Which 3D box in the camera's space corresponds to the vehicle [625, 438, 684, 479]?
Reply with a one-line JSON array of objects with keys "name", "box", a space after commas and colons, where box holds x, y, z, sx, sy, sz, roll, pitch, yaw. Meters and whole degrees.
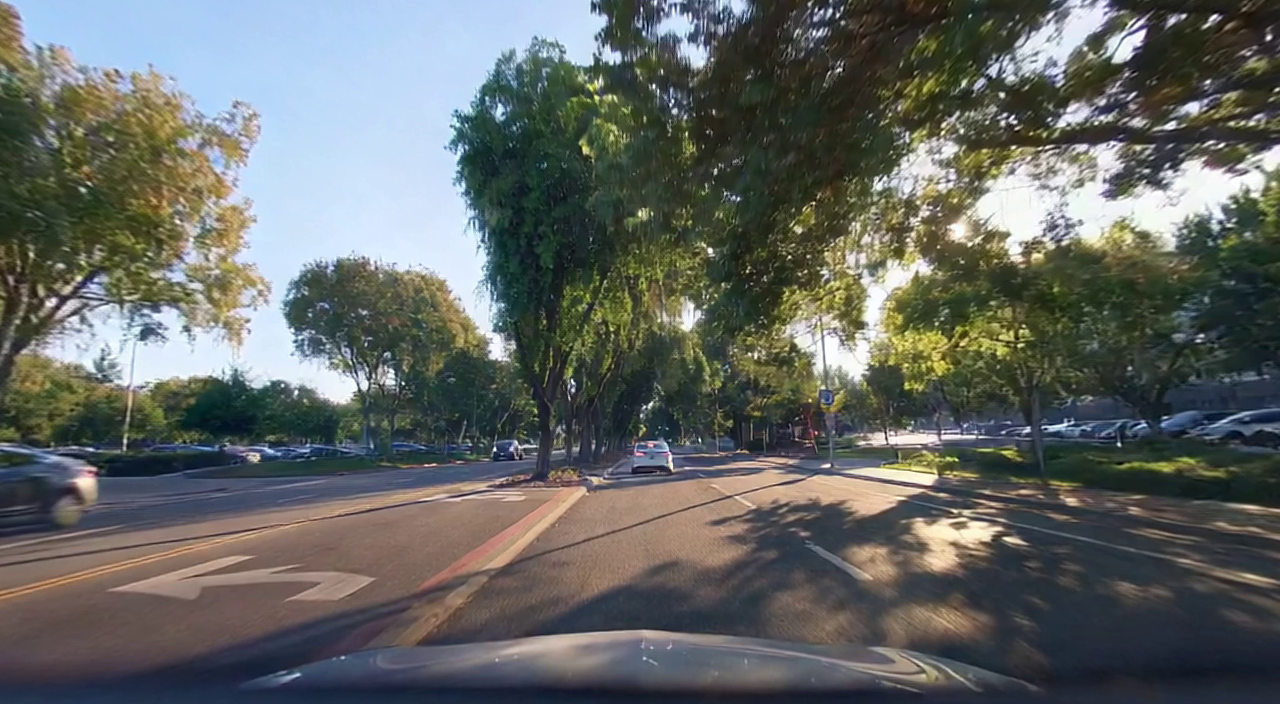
[{"name": "vehicle", "box": [0.499, 4.081, 24.425, 2.093, 1.442, 3.977, 0, -8, -1]}]

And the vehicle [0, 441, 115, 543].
[{"name": "vehicle", "box": [-11.884, 2.384, 10.755, 1.995, 1.715, 4.413, 0, -8, 0]}]
